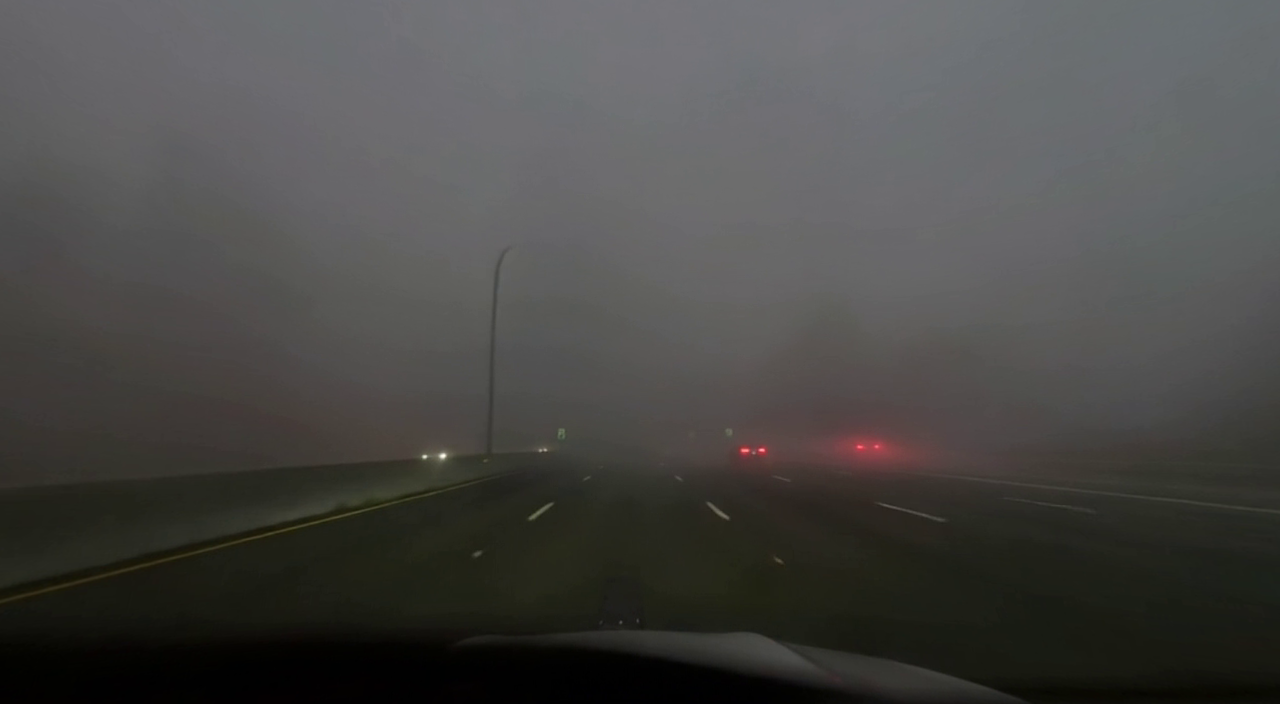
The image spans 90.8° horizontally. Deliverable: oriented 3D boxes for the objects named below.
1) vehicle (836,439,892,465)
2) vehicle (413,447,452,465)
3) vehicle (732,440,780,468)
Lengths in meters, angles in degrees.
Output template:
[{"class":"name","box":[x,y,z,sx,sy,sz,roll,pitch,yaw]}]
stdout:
[{"class":"vehicle","box":[14.730,6.585,41.775,2.025,1.595,4.268,0,-8,-1]},{"class":"vehicle","box":[-14.402,7.216,44.013,1.639,1.164,3.285,0,-8,0]},{"class":"vehicle","box":[6.804,6.032,37.515,2.038,1.528,3.910,0,-8,-1]}]
